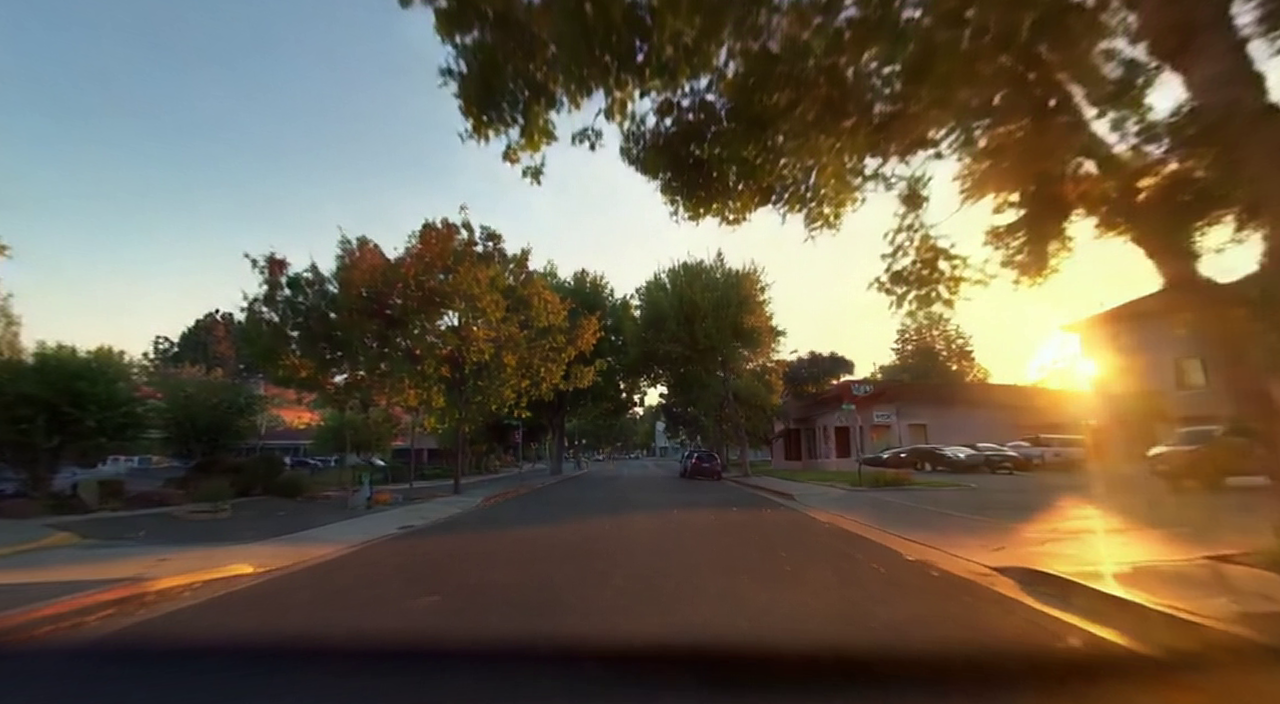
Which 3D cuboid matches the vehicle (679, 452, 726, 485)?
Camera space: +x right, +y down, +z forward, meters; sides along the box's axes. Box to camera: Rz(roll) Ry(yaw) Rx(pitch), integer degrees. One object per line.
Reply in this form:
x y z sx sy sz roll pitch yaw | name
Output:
3.161 6.017 32.972 2.064 1.532 4.596 0 -9 1 | vehicle
